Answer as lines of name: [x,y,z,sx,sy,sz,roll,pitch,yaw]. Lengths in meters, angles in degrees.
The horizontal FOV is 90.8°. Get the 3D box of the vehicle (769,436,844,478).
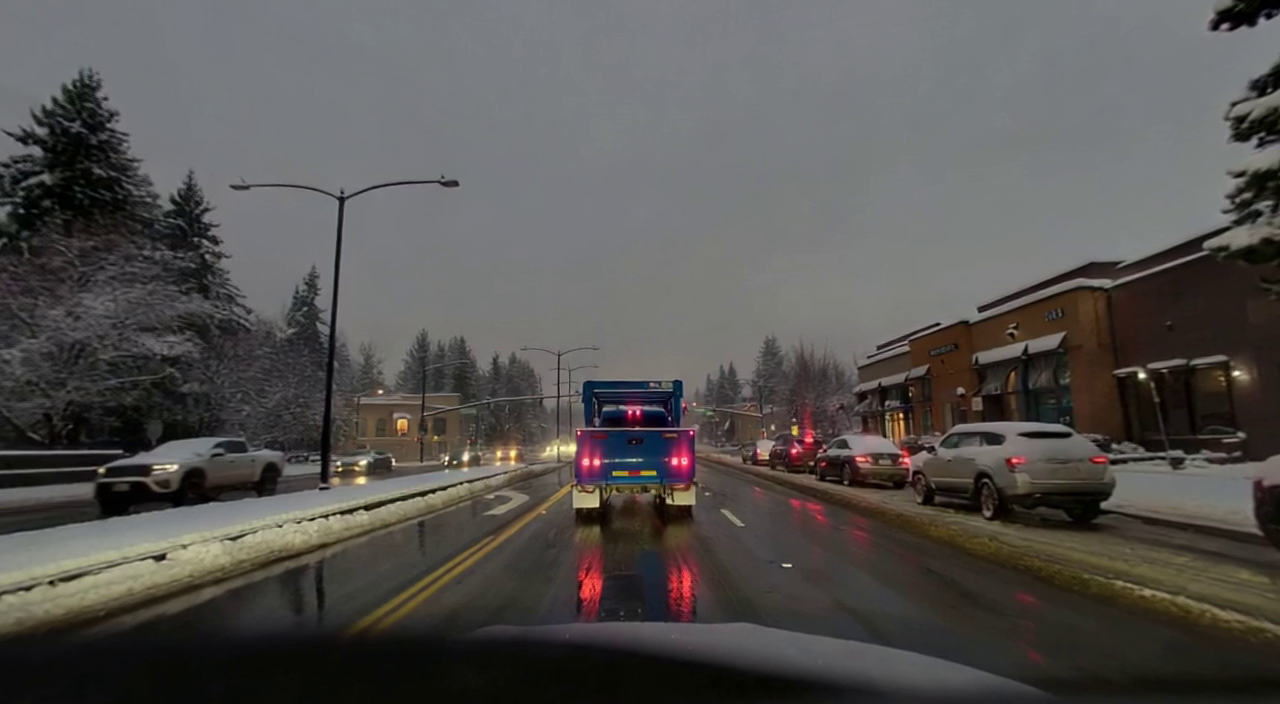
vehicle: [7.098,4.505,27.398,1.953,1.665,4.327,0,-9,-1]

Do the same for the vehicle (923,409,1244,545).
vehicle: [6.848,1.975,10.589,2.023,1.771,4.488,0,-9,-1]

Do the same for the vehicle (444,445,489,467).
vehicle: [-12.259,7.362,44.908,1.906,1.461,4.333,0,-9,1]

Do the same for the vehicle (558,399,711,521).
vehicle: [-0.120,2.322,14.000,2.682,2.117,5.706,0,-9,0]

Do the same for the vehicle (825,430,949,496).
vehicle: [7.103,3.236,18.742,1.931,1.692,4.267,0,-9,0]

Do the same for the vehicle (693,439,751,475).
vehicle: [3.585,4.707,28.423,1.960,1.474,4.279,0,-9,-1]

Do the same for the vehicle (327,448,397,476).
vehicle: [-16.056,6.328,36.764,1.910,1.485,4.802,0,-9,0]

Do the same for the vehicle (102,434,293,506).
vehicle: [-11.708,3.122,17.194,2.028,1.693,4.331,0,-9,0]
